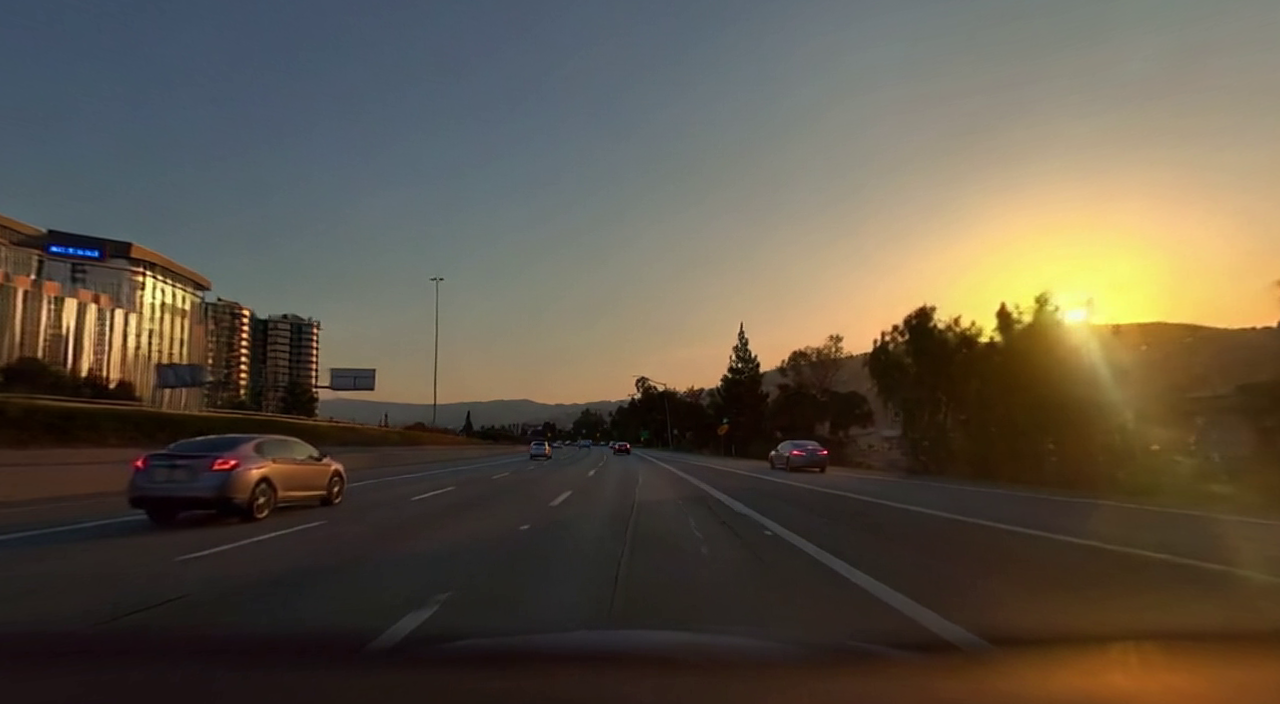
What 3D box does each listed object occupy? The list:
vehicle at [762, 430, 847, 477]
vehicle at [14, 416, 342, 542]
[{"bbox_3d":[6.679,4.177,26.178,2.023,1.782,4.193,1,-9,-5],"label":"vehicle"},{"bbox_3d":[-7.426,2.089,11.059,2.030,1.672,4.913,0,-9,0],"label":"vehicle"}]
